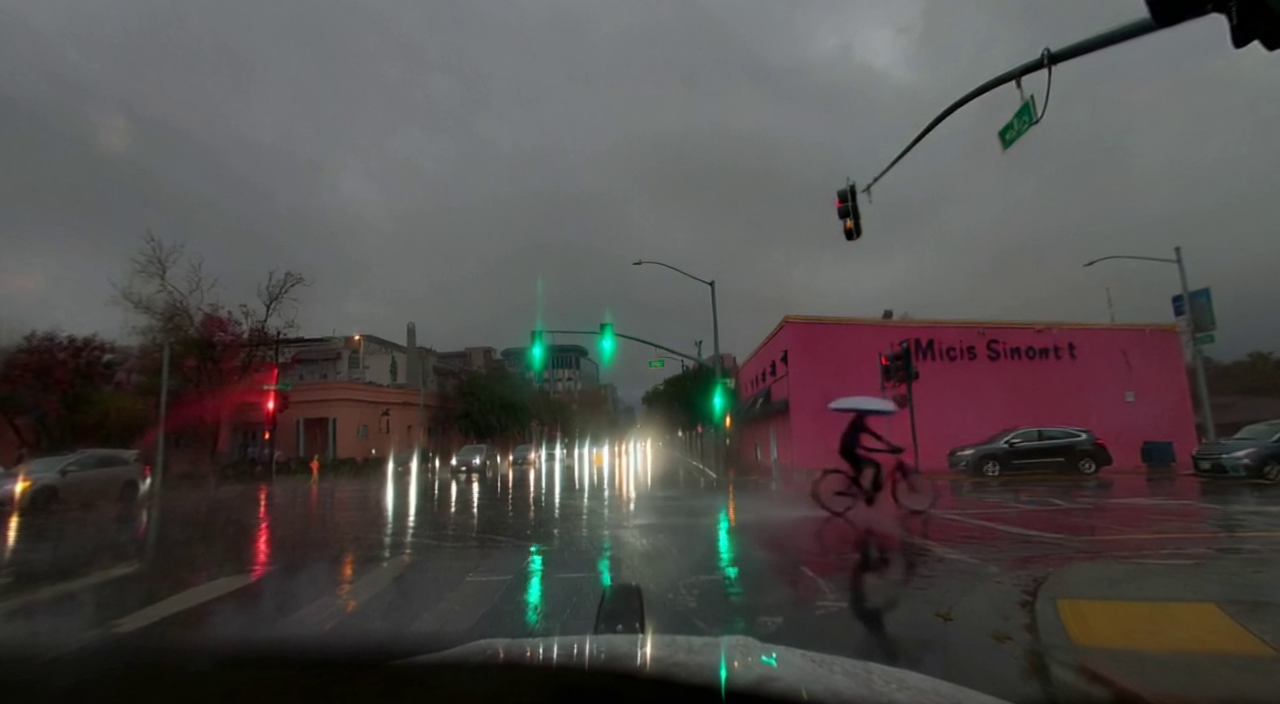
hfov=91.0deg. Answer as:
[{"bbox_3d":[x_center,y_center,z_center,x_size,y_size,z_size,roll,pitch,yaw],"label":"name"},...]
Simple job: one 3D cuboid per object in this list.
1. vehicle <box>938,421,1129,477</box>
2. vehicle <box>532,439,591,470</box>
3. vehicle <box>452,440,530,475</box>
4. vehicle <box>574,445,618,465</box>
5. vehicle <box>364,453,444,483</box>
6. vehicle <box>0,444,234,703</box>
[{"bbox_3d":[11.575,2.894,18.802,4.355,1.546,1.820,-1,-9,6],"label":"vehicle"},{"bbox_3d":[-4.491,5.986,36.872,1.928,1.647,4.575,-2,-9,13],"label":"vehicle"},{"bbox_3d":[-8.388,5.980,36.070,2.152,1.825,5.406,-2,-9,12],"label":"vehicle"},{"bbox_3d":[-3.023,7.181,44.098,1.743,1.362,4.350,-2,-9,14],"label":"vehicle"},{"bbox_3d":[-12.571,6.176,33.899,1.976,1.425,4.567,-1,-9,9],"label":"vehicle"},{"bbox_3d":[-3.697,0.980,2.158,1.759,1.325,4.295,0,-9,0],"label":"vehicle"}]
